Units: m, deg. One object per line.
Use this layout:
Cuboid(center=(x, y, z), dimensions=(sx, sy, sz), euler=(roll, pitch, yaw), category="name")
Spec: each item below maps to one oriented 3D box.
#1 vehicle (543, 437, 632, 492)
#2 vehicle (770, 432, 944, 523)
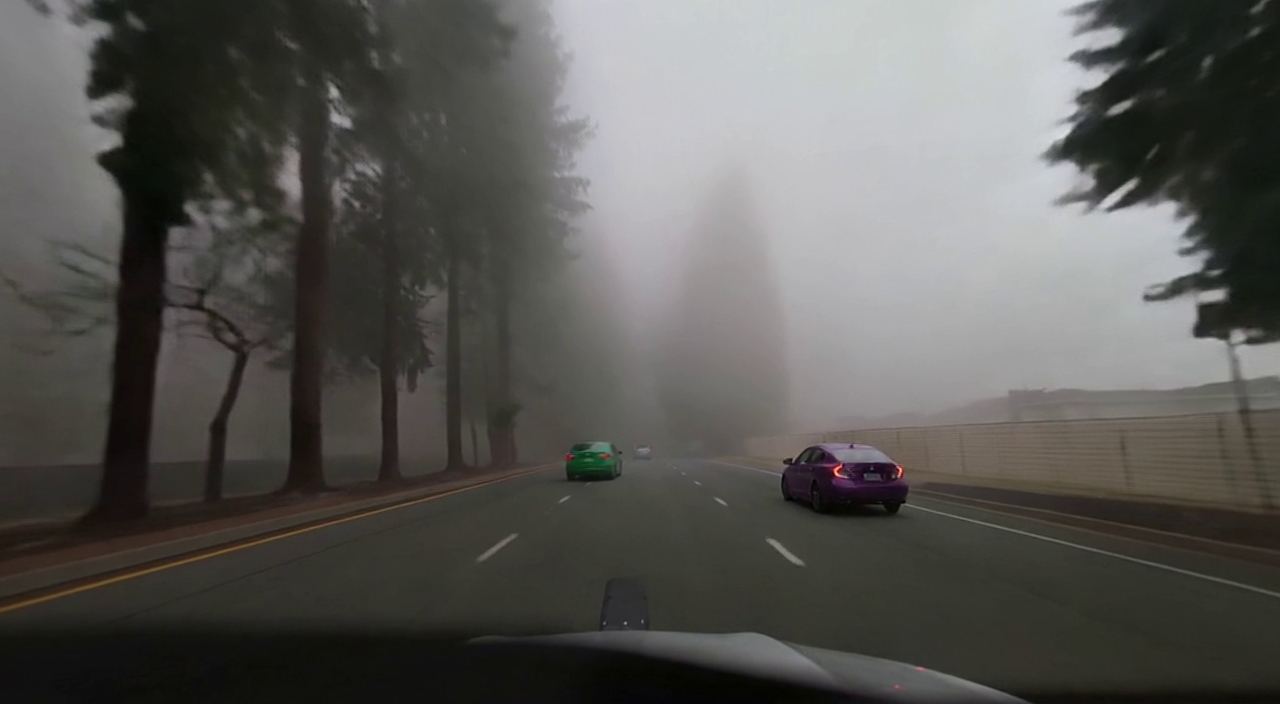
Cuboid(center=(-1.580, 3.612, 20.764), dimensions=(2.206, 1.525, 4.695), euler=(-2, -8, 4), category="vehicle")
Cuboid(center=(4.155, 2.449, 12.986), dimensions=(1.943, 1.471, 4.515), euler=(-1, -8, 0), category="vehicle")
